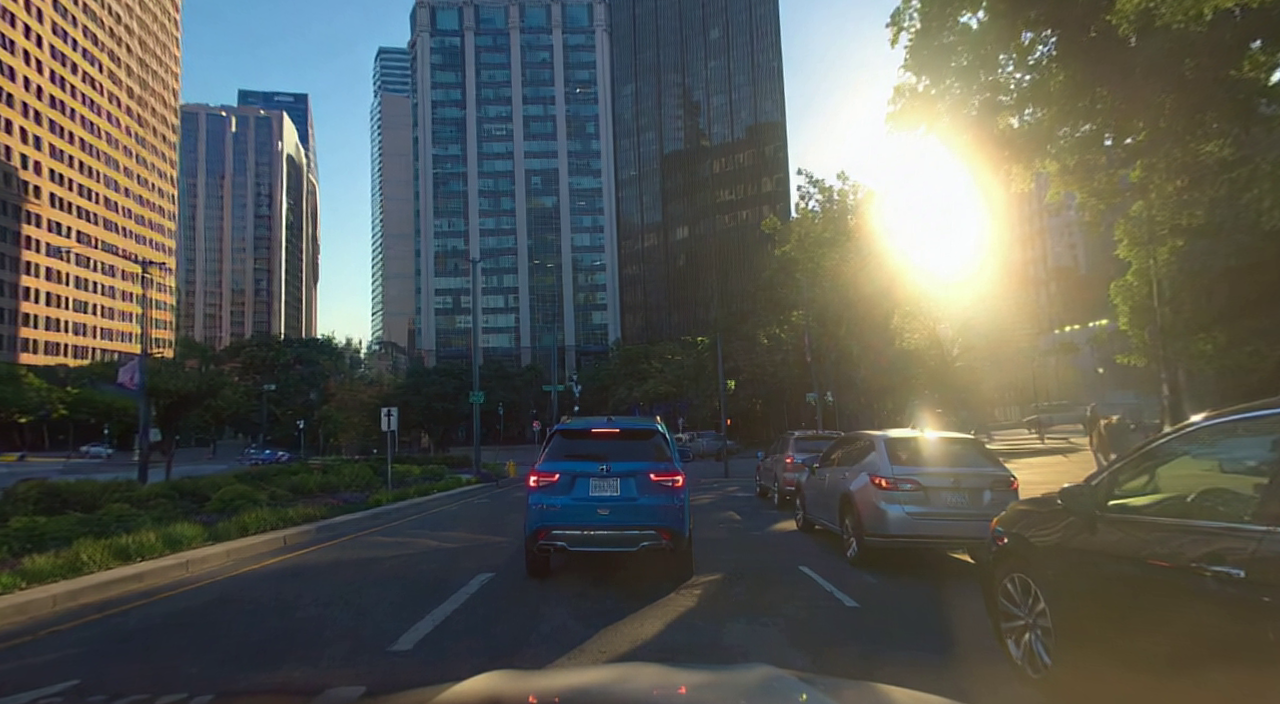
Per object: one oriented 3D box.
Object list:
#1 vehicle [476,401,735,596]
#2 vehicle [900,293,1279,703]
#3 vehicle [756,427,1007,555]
[{"bbox_3d":[-0.345,1.585,7.641,2.249,1.684,4.084,0,-9,-1],"label":"vehicle"},{"bbox_3d":[2.997,0.751,2.242,2.063,1.760,4.664,0,-9,-1],"label":"vehicle"},{"bbox_3d":[3.284,1.986,9.800,1.941,1.482,4.632,0,-9,-2],"label":"vehicle"}]
